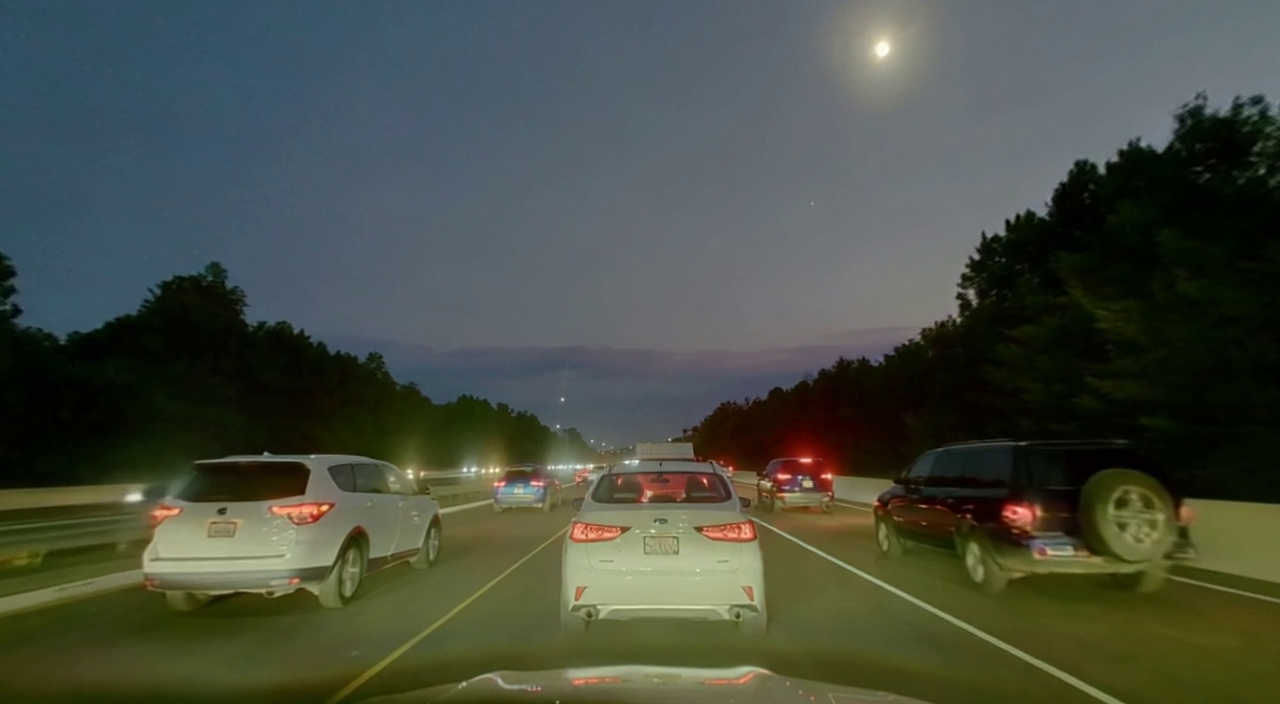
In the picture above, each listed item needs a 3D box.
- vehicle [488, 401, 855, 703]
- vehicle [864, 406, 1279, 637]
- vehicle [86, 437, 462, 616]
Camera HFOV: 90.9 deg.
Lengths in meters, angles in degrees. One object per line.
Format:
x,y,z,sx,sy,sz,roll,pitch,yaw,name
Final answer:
0.161,1.537,5.713,2.057,1.725,4.126,1,-11,-1,vehicle
4.459,1.804,7.450,1.984,1.876,4.287,1,-11,0,vehicle
-3.894,1.956,7.829,1.994,1.556,4.263,0,-11,1,vehicle
